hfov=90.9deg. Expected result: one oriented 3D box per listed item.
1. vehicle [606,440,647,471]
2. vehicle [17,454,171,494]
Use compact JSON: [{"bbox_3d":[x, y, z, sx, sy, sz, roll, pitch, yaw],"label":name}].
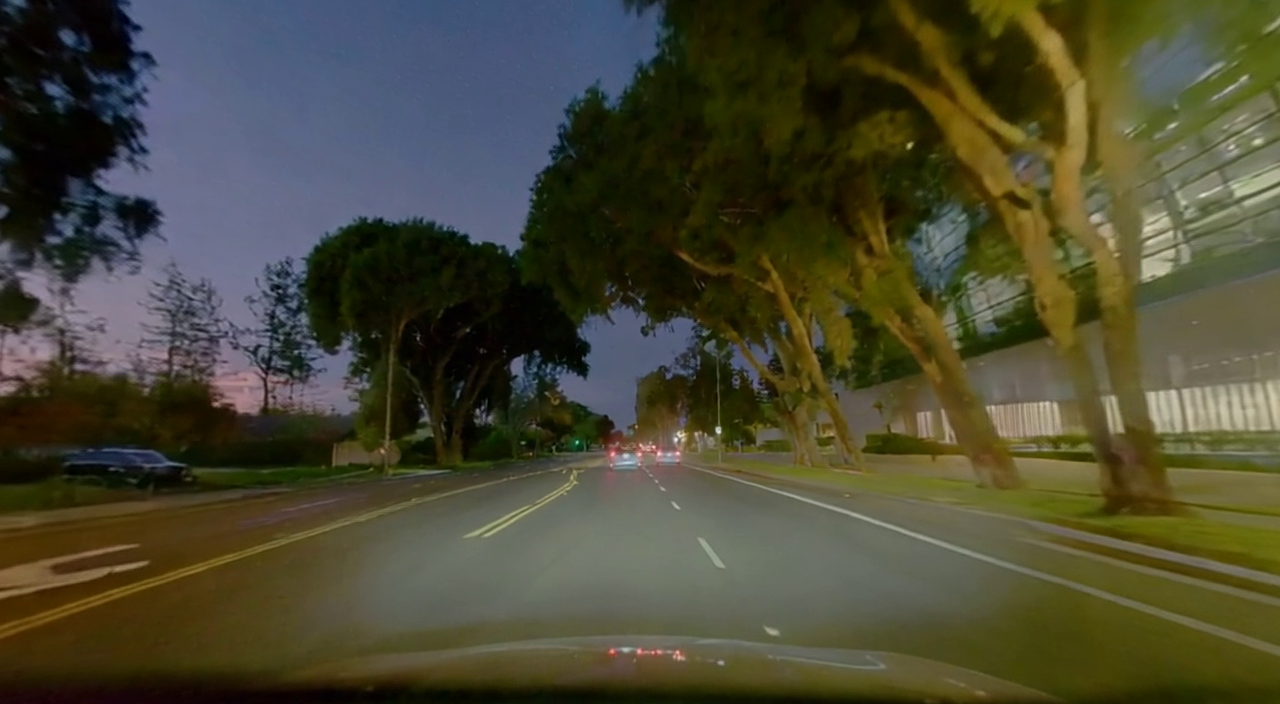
[{"bbox_3d":[-0.766,5.677,34.832,2.109,1.612,3.963,0,-8,-2],"label":"vehicle"},{"bbox_3d":[-22.523,5.027,26.134,4.589,1.557,1.887,0,-8,0],"label":"vehicle"}]
